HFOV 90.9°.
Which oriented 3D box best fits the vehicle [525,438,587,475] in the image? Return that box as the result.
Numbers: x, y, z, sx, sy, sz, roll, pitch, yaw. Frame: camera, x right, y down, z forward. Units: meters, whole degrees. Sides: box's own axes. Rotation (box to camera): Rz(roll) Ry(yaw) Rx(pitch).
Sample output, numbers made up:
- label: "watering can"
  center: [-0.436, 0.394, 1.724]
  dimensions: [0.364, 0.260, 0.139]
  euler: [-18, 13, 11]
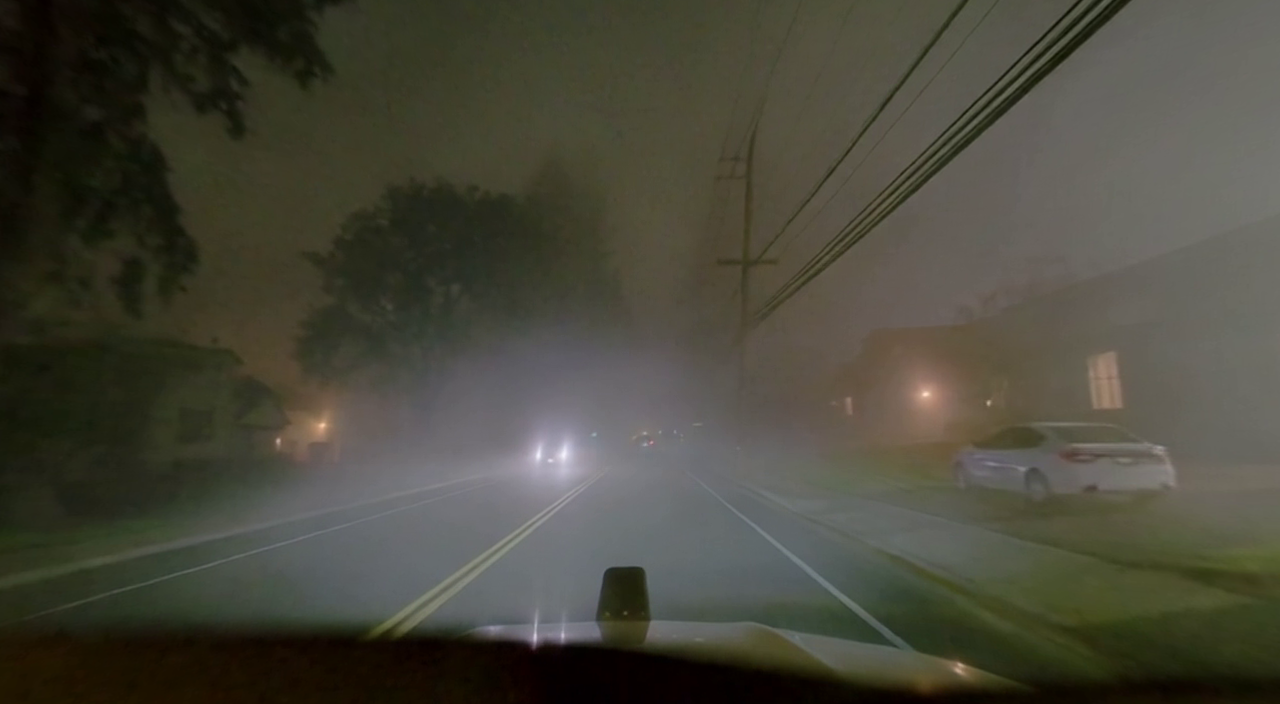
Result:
- label: "vehicle"
  center: [-3.632, 4.584, 27.956]
  dimensions: [2.028, 1.488, 4.392]
  euler: [0, -8, 1]

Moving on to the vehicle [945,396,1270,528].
- label: "vehicle"
  center: [7.095, 1.735, 10.382]
  dimensions: [2.071, 1.510, 4.418]
  euler: [-6, -8, 4]

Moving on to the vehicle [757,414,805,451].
- label: "vehicle"
  center: [7.904, 4.571, 35.650]
  dimensions: [1.878, 1.743, 4.556]
  euler: [-6, -9, 4]
